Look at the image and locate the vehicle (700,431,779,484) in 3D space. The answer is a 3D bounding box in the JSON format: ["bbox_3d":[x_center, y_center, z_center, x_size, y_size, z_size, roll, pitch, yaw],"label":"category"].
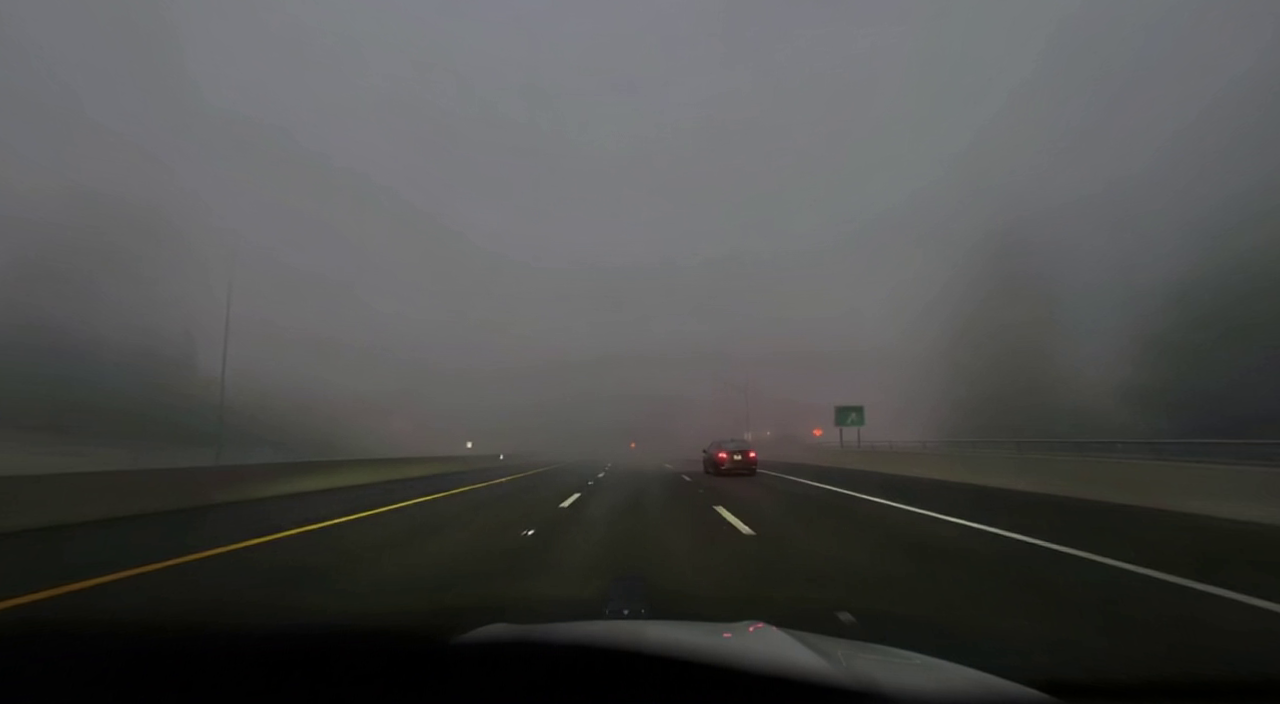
[{"bbox_3d":[3.453,3.754,22.786,2.059,1.715,4.192,0,-8,-1],"label":"vehicle"}]
